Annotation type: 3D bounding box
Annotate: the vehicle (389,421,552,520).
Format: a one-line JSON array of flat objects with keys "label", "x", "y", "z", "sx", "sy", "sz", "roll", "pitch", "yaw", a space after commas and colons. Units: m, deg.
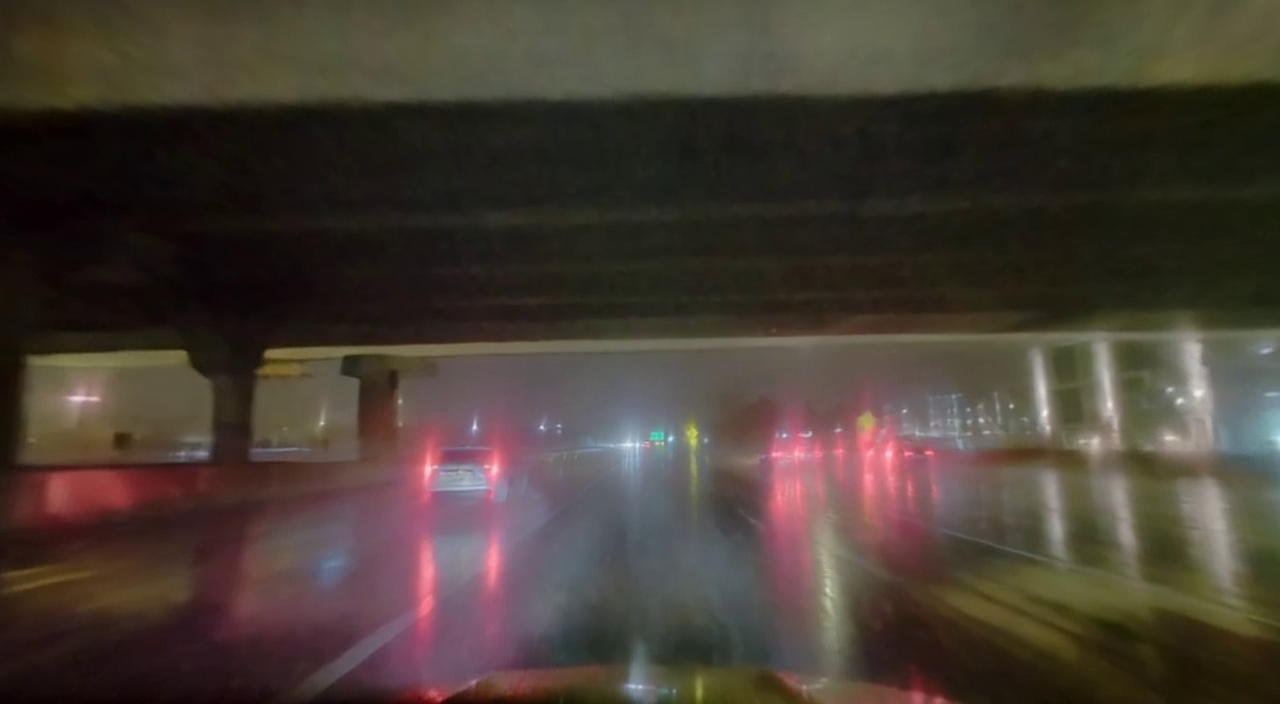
[{"label": "vehicle", "x": -3.368, "y": 2.475, "z": 13.652, "sx": 2.203, "sy": 1.734, "sz": 4.600, "roll": 0, "pitch": -9, "yaw": 1}]
